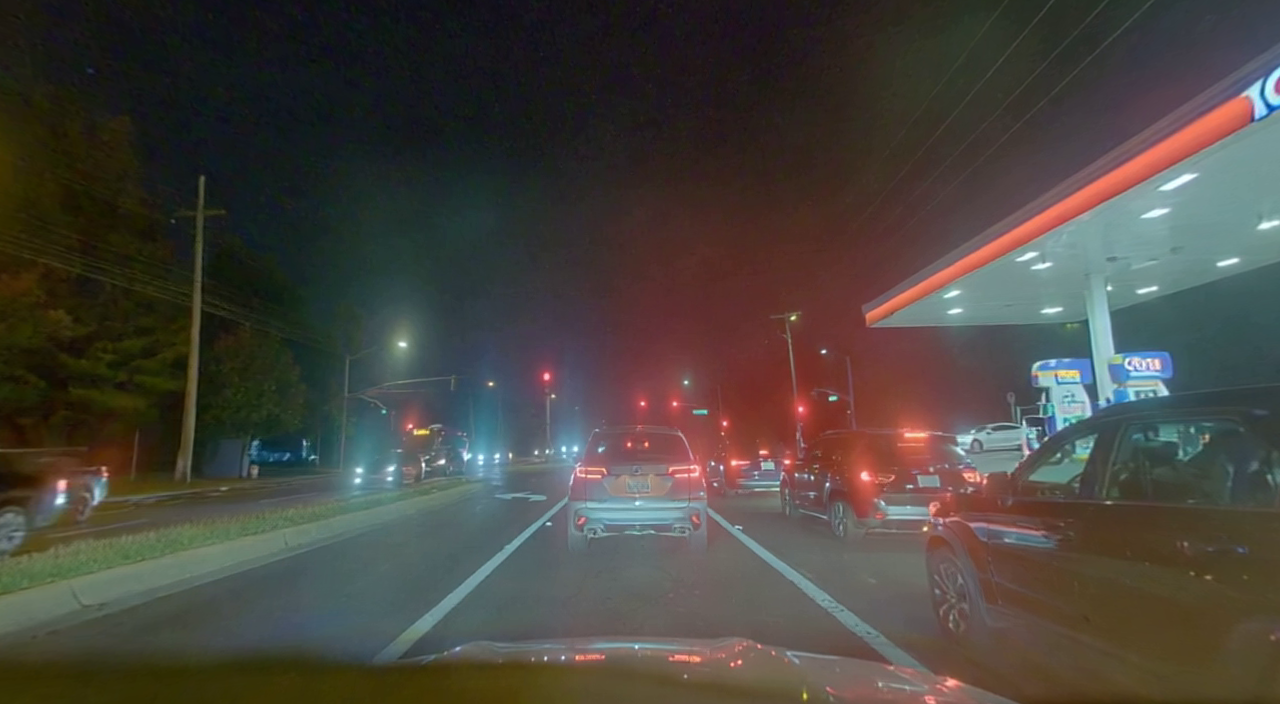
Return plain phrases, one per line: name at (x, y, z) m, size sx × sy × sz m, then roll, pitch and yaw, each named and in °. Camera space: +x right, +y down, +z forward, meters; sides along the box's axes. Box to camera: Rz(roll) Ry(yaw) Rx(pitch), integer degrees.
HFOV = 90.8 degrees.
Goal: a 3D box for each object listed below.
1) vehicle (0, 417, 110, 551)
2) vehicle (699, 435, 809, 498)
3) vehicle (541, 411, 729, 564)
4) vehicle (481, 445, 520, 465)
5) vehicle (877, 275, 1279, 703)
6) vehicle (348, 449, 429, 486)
vehicle at (-10.586, 1.778, 8.122) m, size 2.333 × 1.950 × 5.941 m, roll 0°, pitch -9°, yaw 1°
vehicle at (2.892, 3.041, 17.170) m, size 2.040 × 1.481 × 4.407 m, roll 0°, pitch -9°, yaw -2°
vehicle at (-0.104, 1.805, 9.109) m, size 2.087 × 1.677 × 4.053 m, roll 0°, pitch -9°, yaw -1°
vehicle at (-10.756, 7.979, 49.041) m, size 2.030 × 1.498 × 4.690 m, roll 0°, pitch -9°, yaw 0°
vehicle at (3.101, 0.833, 3.209) m, size 2.049 × 1.813 × 4.245 m, roll 0°, pitch -9°, yaw -1°
vehicle at (-10.486, 4.818, 26.656) m, size 1.812 × 1.403 × 3.918 m, roll 0°, pitch -9°, yaw 0°
